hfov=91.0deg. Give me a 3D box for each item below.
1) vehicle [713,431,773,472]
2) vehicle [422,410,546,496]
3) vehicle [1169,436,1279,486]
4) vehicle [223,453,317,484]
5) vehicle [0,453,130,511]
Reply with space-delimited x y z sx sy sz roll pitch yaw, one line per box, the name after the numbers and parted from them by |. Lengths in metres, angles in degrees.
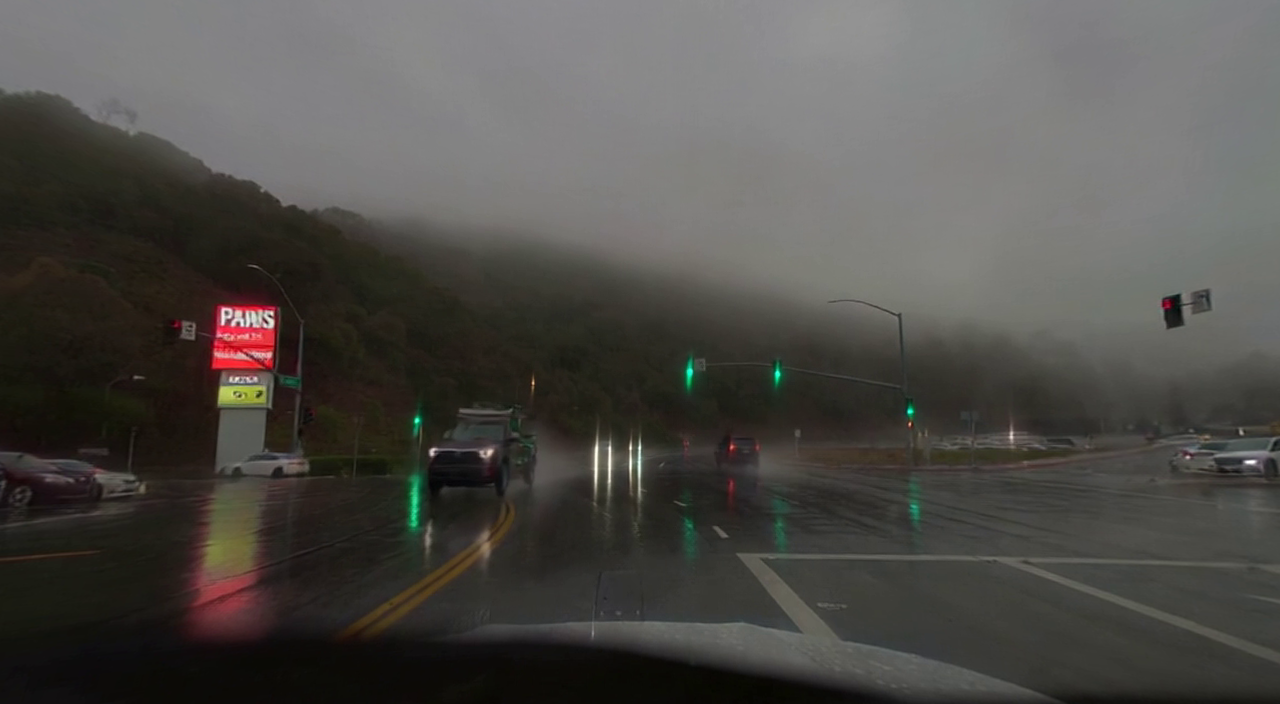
5.909 5.838 36.966 2.388 2.201 5.139 0 -9 -3 | vehicle
-4.687 3.196 20.118 2.318 2.325 5.910 0 -9 1 | vehicle
25.074 4.465 26.041 4.546 1.944 2.051 1 -9 -5 | vehicle
-21.677 6.803 37.065 4.336 1.706 2.069 3 -9 -18 | vehicle
-19.774 4.190 20.521 4.440 1.748 2.033 0 -9 1 | vehicle
